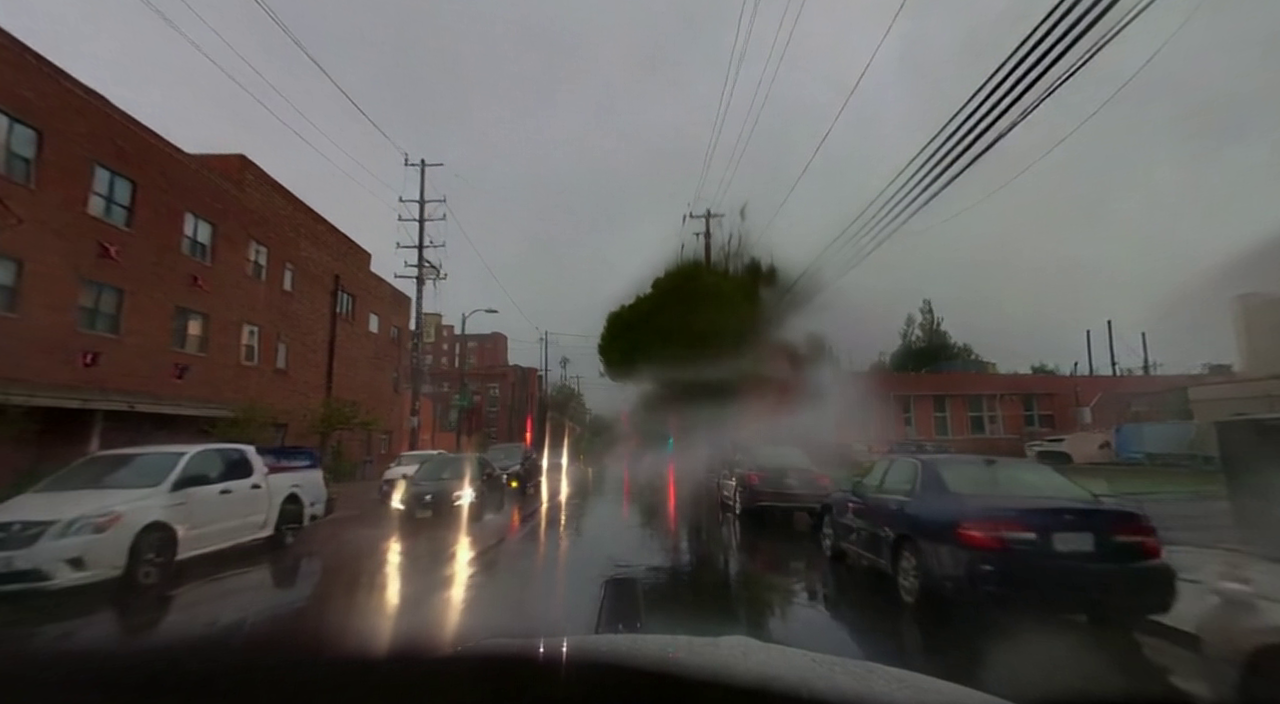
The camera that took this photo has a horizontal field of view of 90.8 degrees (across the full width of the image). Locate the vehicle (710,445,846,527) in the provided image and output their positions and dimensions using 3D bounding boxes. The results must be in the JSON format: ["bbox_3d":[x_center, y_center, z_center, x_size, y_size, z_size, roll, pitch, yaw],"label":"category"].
[{"bbox_3d":[2.854,2.851,14.153,1.913,1.509,4.436,0,-8,-2],"label":"vehicle"}]

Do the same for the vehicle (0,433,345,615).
[{"bbox_3d":[-6.916,2.230,9.553,2.263,1.882,5.706,0,-8,-1],"label":"vehicle"}]

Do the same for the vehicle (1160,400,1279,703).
[{"bbox_3d":[3.302,0.708,0.603,1.895,1.553,4.235,0,-8,-2],"label":"vehicle"}]

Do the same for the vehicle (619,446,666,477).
[{"bbox_3d":[0.220,6.460,37.532,2.059,1.736,3.994,-2,-9,11],"label":"vehicle"}]

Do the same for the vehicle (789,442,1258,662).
[{"bbox_3d":[3.198,1.716,6.733,1.946,1.474,4.710,0,-8,-2],"label":"vehicle"}]

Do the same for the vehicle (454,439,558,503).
[{"bbox_3d":[-4.217,3.813,20.837,2.236,1.834,4.743,0,-8,2],"label":"vehicle"}]

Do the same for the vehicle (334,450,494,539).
[{"bbox_3d":[-5.062,2.900,13.693,1.994,1.510,4.802,6,-10,-34],"label":"vehicle"}]
